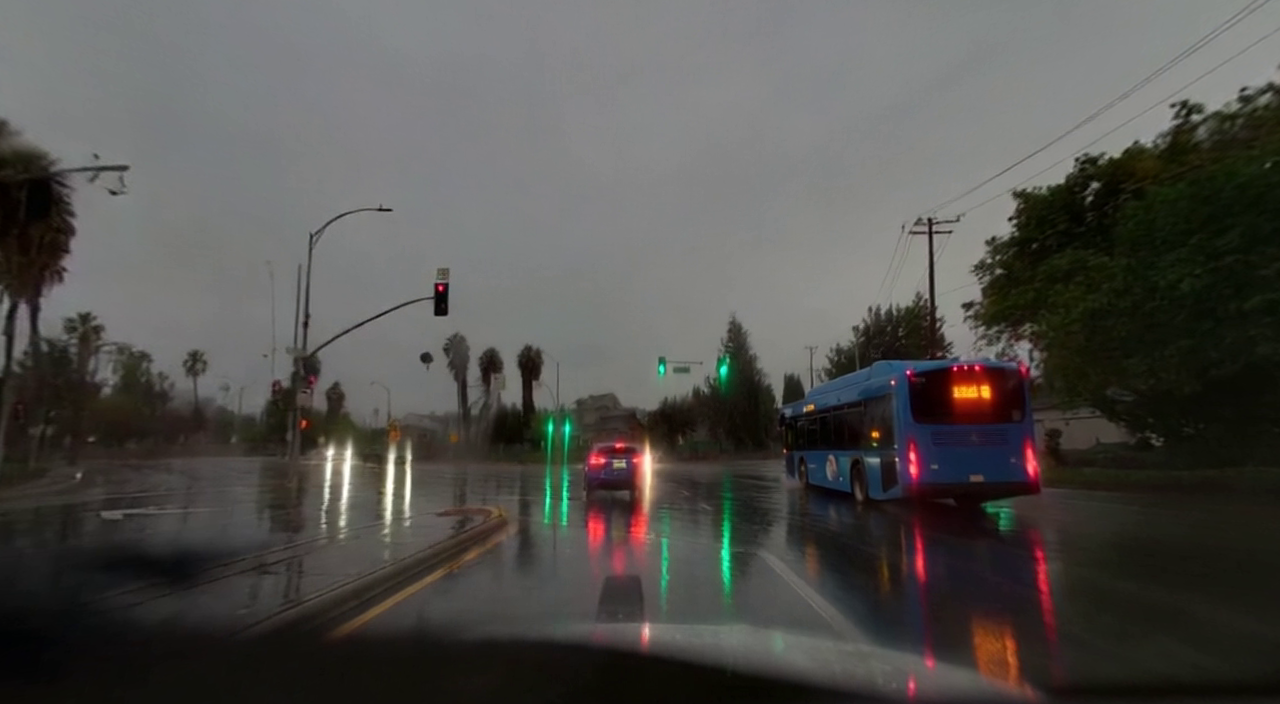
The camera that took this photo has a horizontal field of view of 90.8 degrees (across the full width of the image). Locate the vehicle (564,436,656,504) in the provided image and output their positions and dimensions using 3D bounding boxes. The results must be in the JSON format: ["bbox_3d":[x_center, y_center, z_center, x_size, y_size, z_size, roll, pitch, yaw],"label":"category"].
[{"bbox_3d":[-1.021,3.376,18.545,2.341,1.709,4.466,1,-9,-7],"label":"vehicle"}]

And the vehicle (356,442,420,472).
[{"bbox_3d":[-17.488,7.220,43.709,2.283,1.878,5.384,7,-12,-41],"label":"vehicle"}]

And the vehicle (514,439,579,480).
[{"bbox_3d":[-4.792,5.361,31.824,2.272,1.891,4.562,3,-9,-20],"label":"vehicle"}]

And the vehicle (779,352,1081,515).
[{"bbox_3d":[7.843,2.802,20.810,3.483,3.546,13.998,0,-9,1],"label":"vehicle"}]
